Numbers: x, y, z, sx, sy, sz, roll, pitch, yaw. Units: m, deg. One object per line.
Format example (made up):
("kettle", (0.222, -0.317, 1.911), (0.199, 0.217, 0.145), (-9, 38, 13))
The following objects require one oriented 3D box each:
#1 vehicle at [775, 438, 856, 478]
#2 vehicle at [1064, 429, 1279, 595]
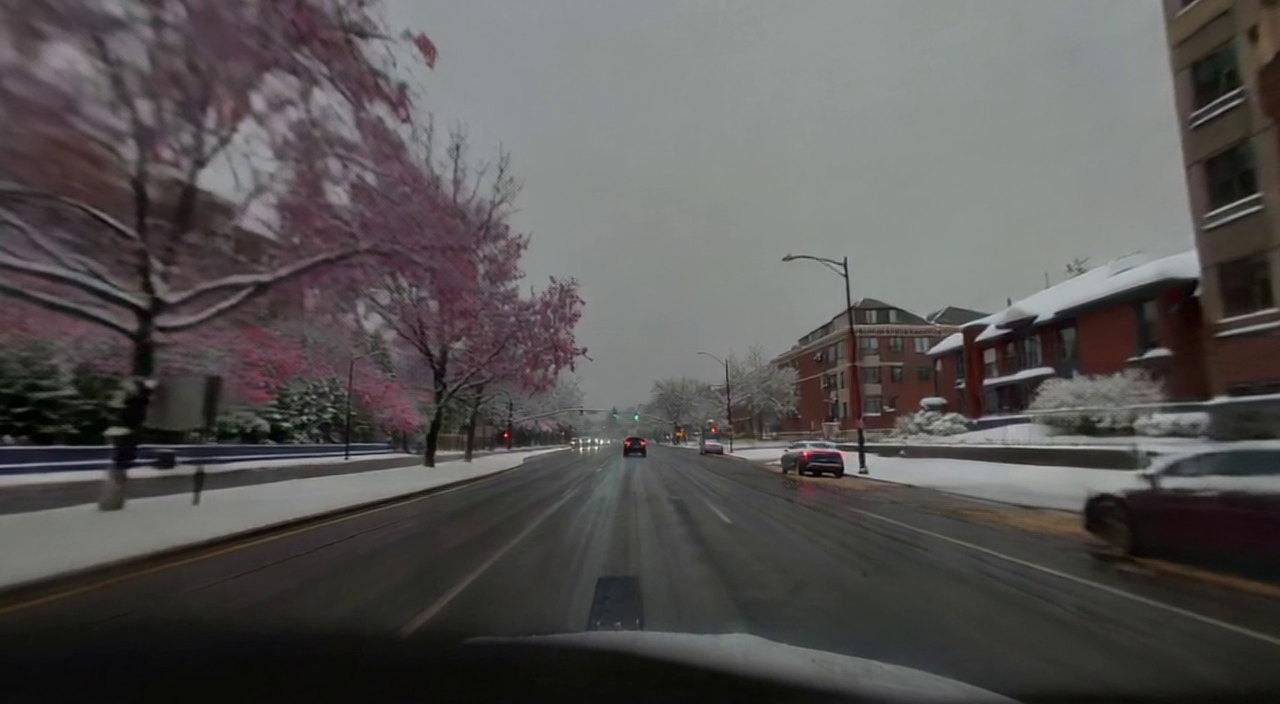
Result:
("vehicle", (6.919, 4.226, 25.443), (2.032, 1.449, 4.413), (0, -8, 0))
("vehicle", (6.620, 1.449, 5.807), (1.891, 1.456, 4.909), (0, -8, -2))
